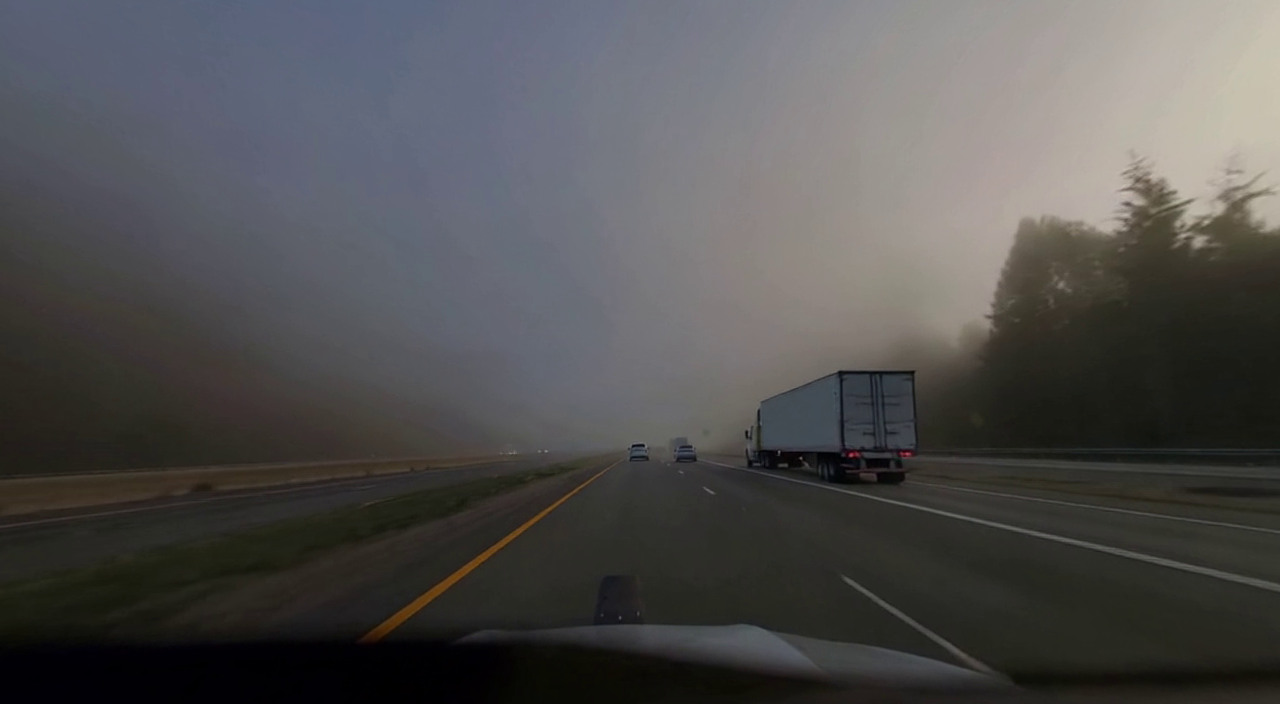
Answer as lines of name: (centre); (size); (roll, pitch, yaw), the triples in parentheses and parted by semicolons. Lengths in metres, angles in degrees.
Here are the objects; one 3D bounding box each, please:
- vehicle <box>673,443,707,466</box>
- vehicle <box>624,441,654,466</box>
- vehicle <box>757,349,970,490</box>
vehicle: (3.538, 7.406, 45.426); (2.025, 1.534, 4.179); (0, -9, -1)
vehicle: (-0.112, 7.524, 46.701); (2.114, 1.706, 4.106); (0, -9, 0)
vehicle: (7.754, 2.988, 25.226); (3.044, 4.073, 14.016); (0, -9, -1)
